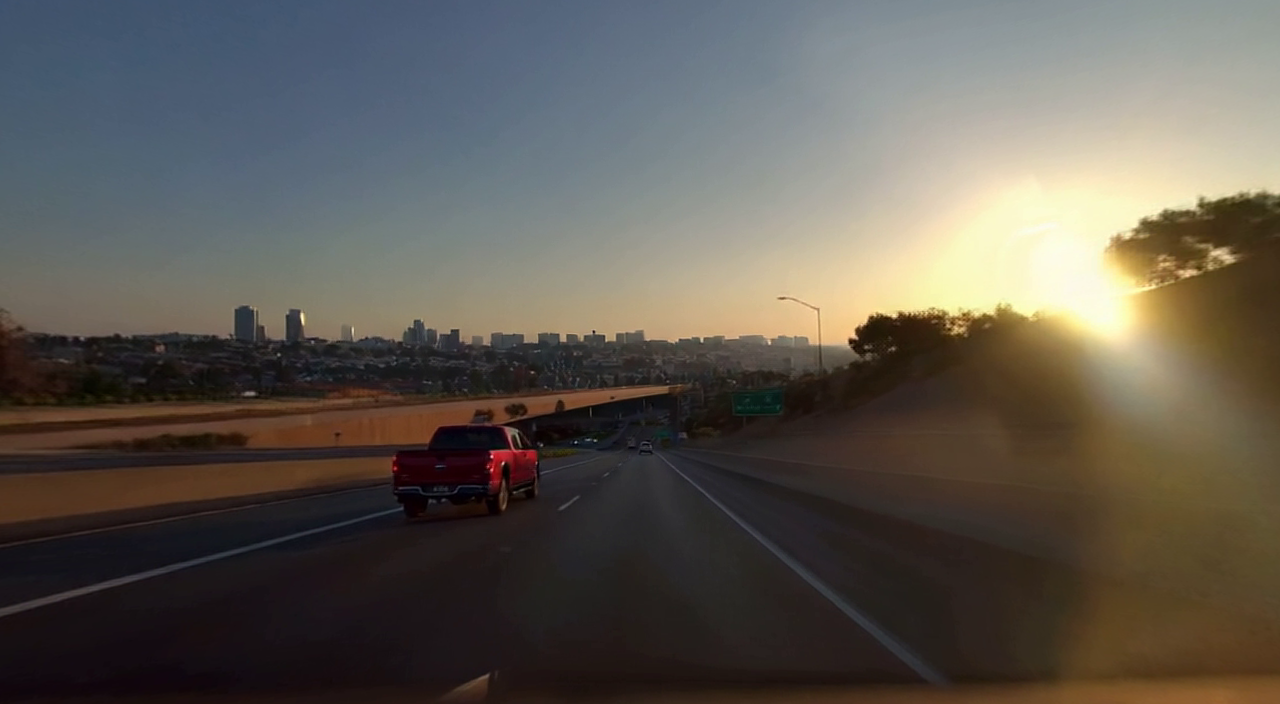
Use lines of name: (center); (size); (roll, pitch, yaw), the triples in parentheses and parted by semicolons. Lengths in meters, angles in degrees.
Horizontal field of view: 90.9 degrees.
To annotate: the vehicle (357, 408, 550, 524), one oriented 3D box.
vehicle: (-3.567, 2.349, 13.539); (2.350, 1.932, 5.562); (0, -8, 1)
